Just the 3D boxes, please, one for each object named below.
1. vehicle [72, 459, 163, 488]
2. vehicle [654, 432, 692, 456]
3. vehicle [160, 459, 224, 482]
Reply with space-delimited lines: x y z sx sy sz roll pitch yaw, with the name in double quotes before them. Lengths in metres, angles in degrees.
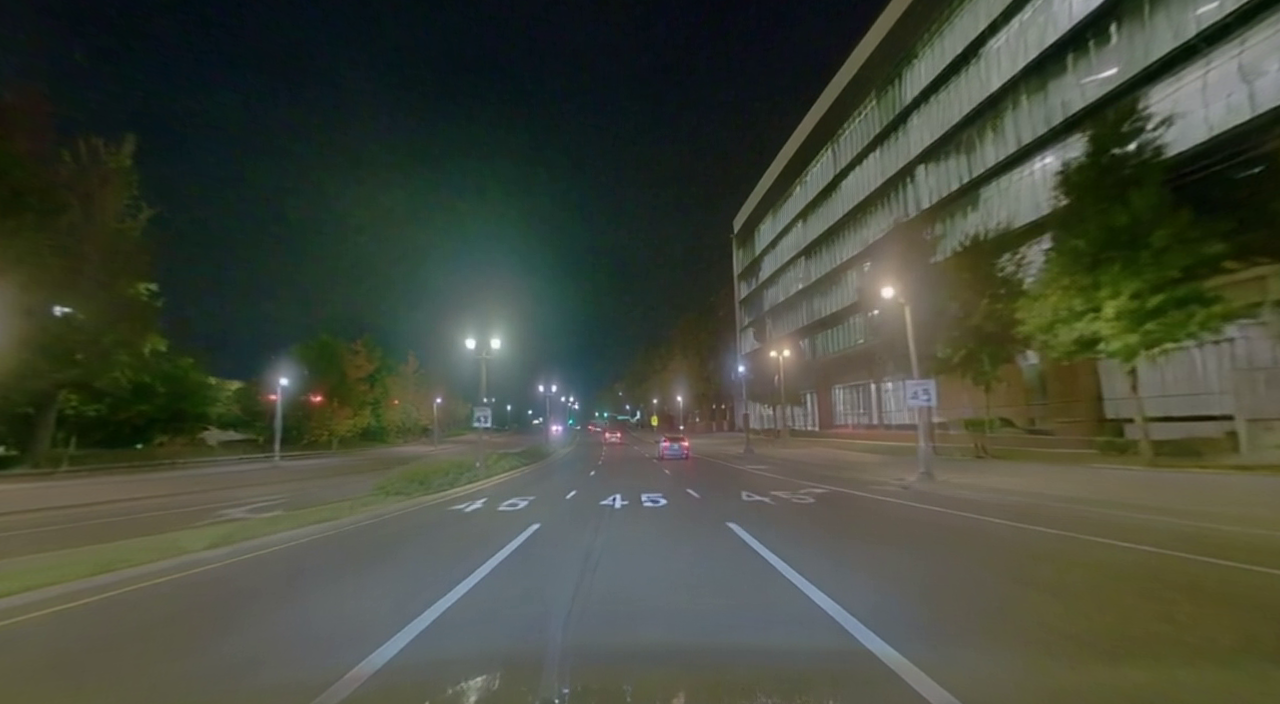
"vehicle" -29.596 6.863 35.931 1.764 1.476 4.121 0 -9 -3
"vehicle" 2.148 6.233 42.818 2.090 1.506 4.382 0 -8 -3
"vehicle" -29.625 7.810 41.898 1.655 1.389 3.364 0 -9 3
